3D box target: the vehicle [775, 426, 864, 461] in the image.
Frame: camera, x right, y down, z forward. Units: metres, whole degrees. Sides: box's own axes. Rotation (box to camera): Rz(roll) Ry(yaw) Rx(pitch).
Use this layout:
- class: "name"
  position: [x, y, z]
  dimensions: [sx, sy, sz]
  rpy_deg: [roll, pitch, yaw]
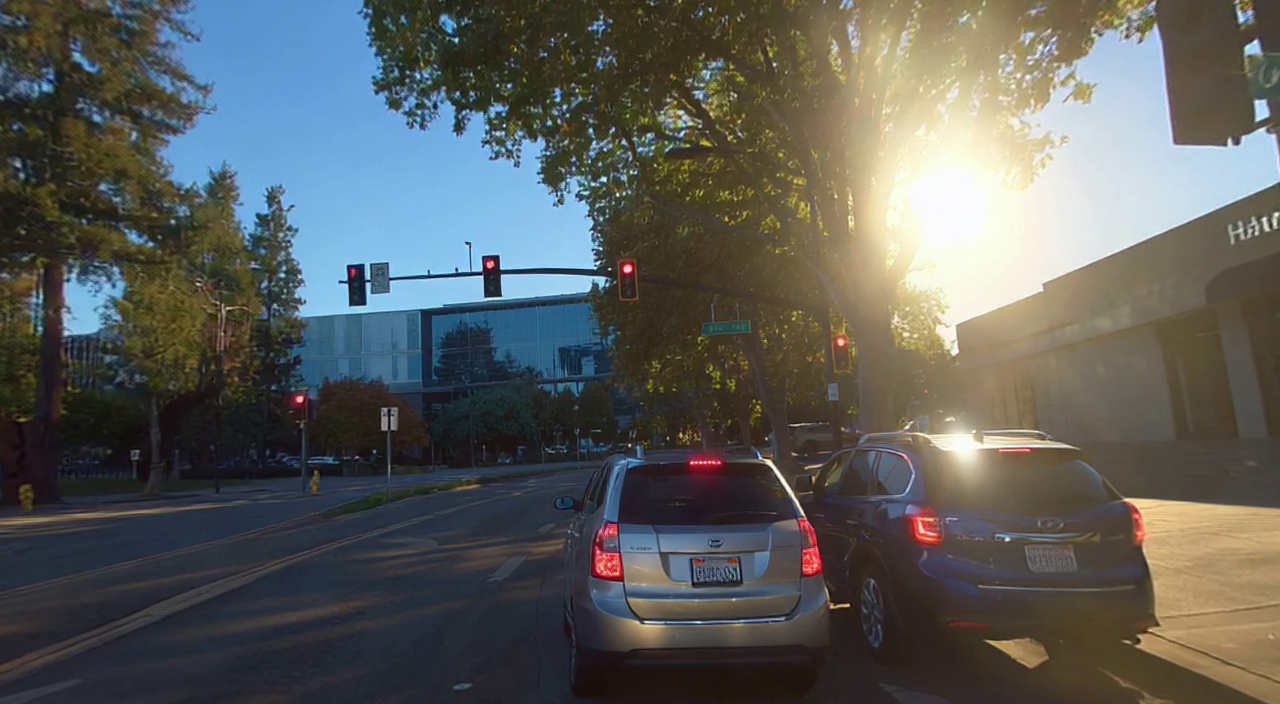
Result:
- class: "vehicle"
  position: [10.266, 5.182, 35.816]
  dimensions: [5.519, 1.842, 2.100]
  rpy_deg: [7, -11, -41]
